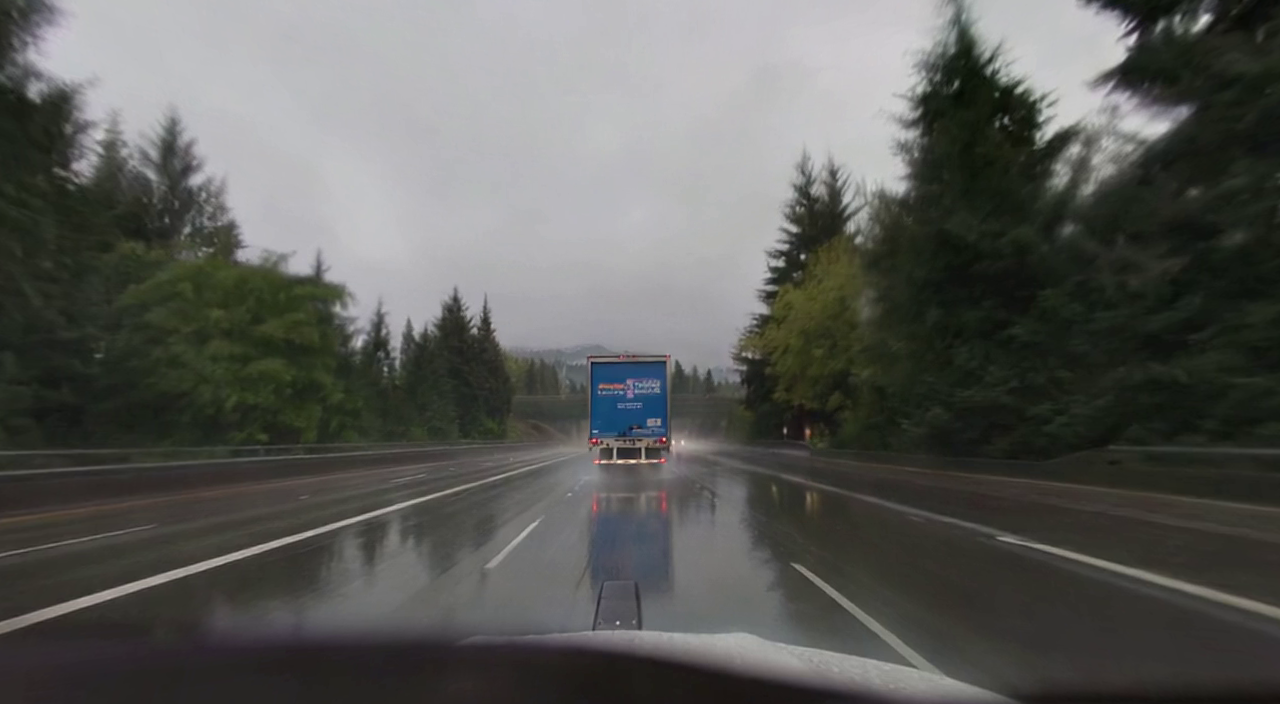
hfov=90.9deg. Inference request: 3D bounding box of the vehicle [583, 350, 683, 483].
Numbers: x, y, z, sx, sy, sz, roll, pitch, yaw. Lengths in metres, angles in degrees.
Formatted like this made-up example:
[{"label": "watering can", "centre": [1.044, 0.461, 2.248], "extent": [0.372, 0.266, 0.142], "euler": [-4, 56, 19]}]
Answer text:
[{"label": "vehicle", "centre": [-0.429, 2.529, 23.536], "extent": [2.895, 3.861, 10.213], "euler": [0, -8, -2]}]
